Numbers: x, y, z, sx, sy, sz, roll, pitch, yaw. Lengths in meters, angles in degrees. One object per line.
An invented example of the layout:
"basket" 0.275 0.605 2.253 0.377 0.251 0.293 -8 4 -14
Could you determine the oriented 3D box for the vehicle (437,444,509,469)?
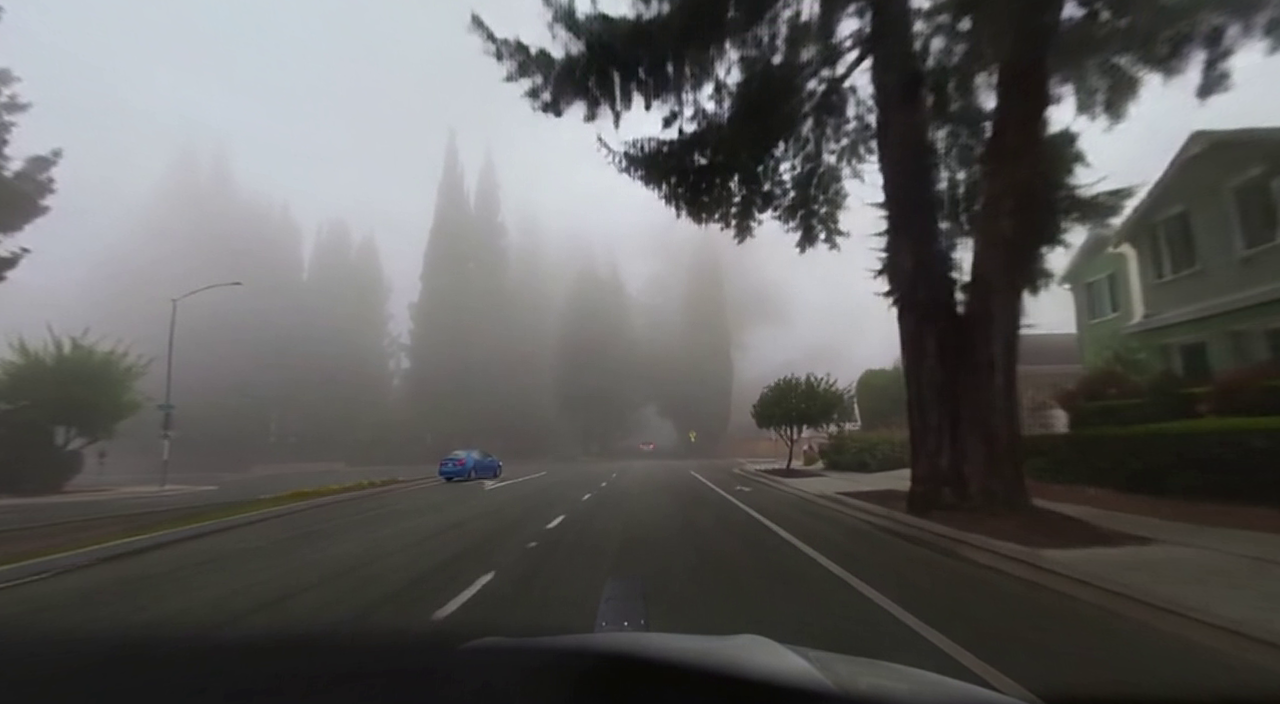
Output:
"vehicle" -11.916 7.436 44.963 4.788 1.666 2.170 3 -9 -17
